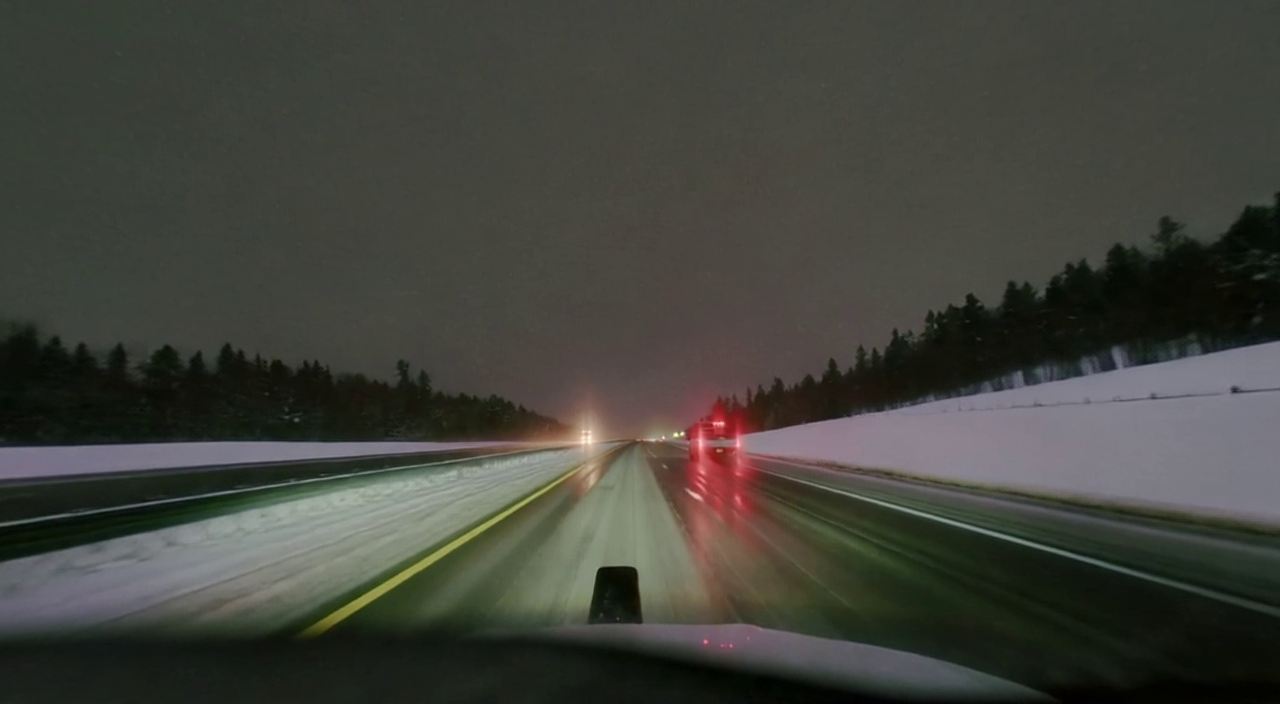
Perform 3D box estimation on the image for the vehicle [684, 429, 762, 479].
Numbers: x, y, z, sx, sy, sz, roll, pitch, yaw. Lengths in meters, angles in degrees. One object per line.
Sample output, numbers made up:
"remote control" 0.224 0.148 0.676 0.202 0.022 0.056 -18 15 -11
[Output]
"vehicle" 2.817 3.599 22.450 2.084 1.583 4.420 0 -8 -1
